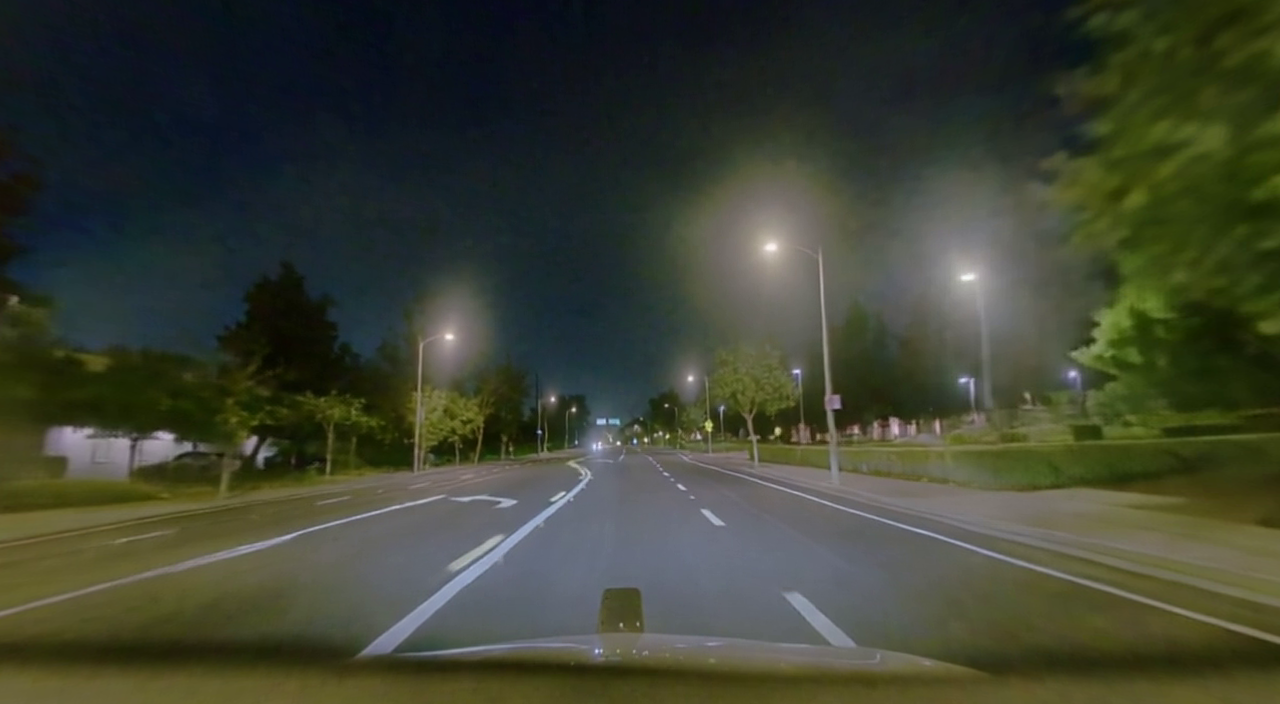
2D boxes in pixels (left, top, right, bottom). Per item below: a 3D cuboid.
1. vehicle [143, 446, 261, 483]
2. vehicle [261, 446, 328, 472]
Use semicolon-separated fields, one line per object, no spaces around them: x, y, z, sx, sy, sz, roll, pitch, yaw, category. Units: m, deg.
-23.274;5.973;33.715;4.794;1.869;2.060;-1;-8;3;vehicle
-24.326;7.527;44.648;2.067;1.644;4.216;1;-9;5;vehicle
